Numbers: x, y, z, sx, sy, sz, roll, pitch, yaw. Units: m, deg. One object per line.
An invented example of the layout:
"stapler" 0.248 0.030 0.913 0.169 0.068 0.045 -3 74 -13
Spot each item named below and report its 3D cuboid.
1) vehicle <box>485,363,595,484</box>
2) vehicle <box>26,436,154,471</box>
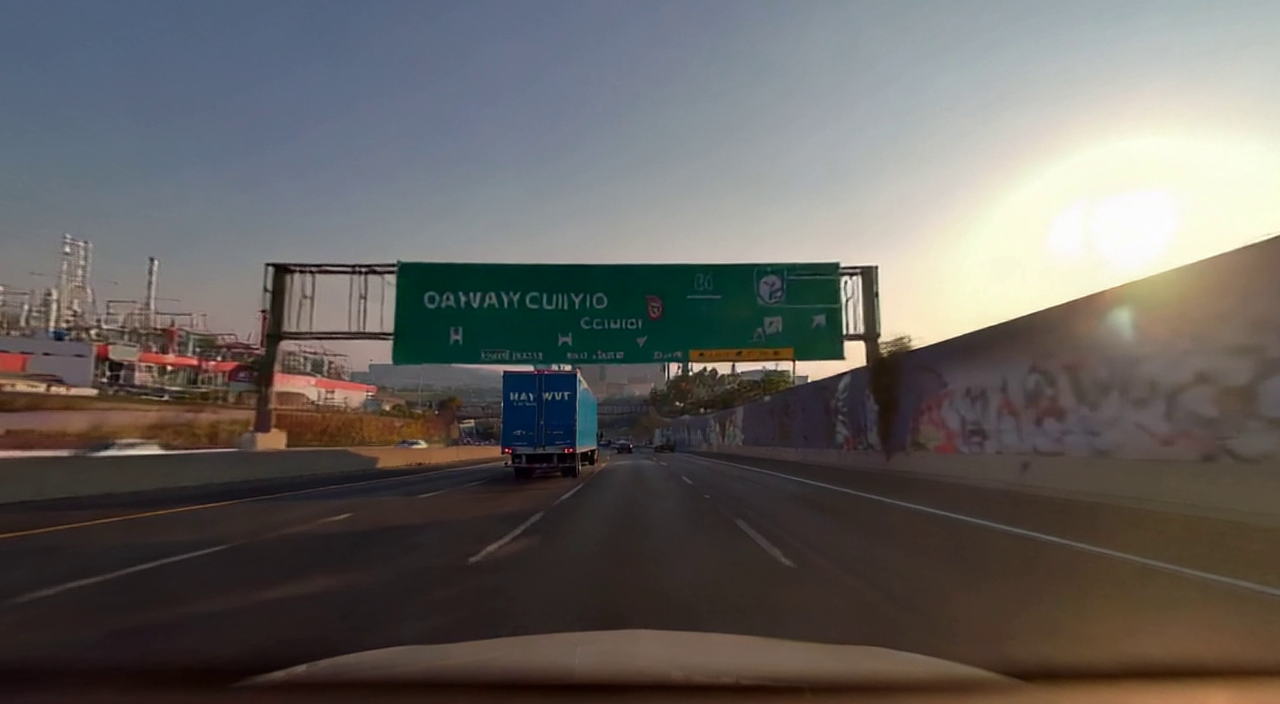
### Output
"vehicle" -3.746 2.946 26.142 2.977 4.048 8.890 2 -6 0
"vehicle" -25.821 4.779 29.888 1.807 1.531 4.576 0 -8 2
